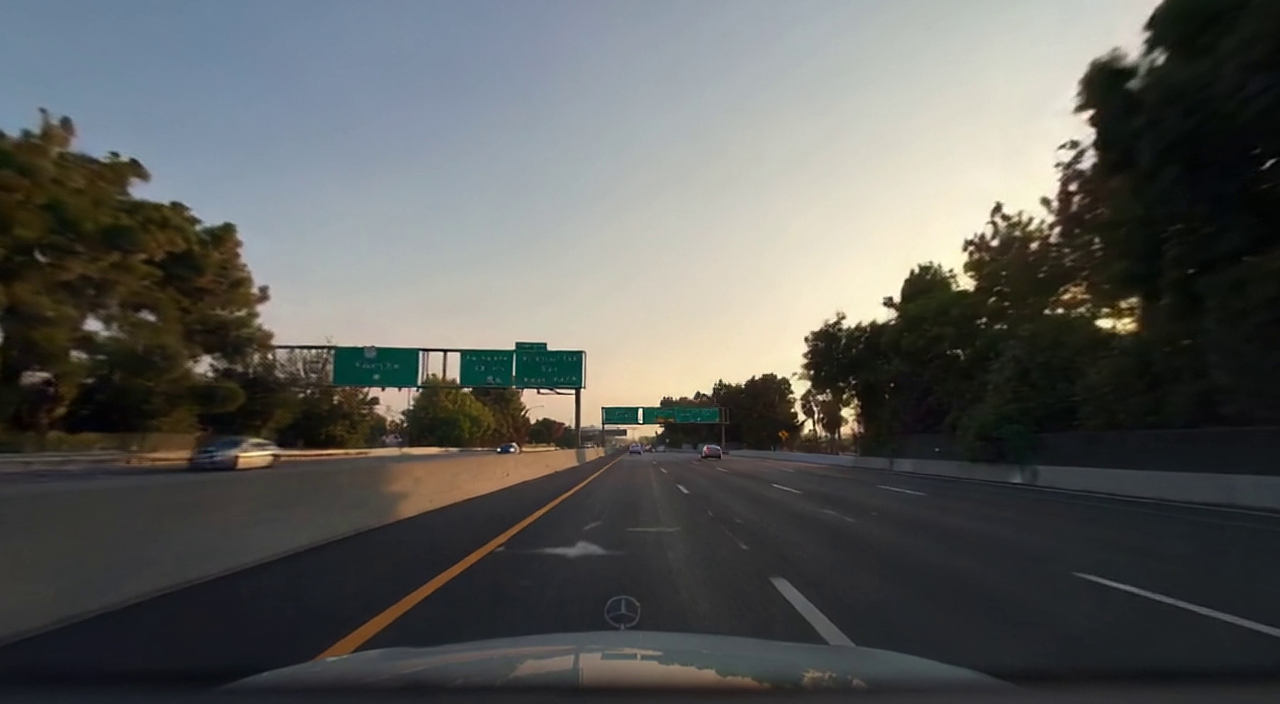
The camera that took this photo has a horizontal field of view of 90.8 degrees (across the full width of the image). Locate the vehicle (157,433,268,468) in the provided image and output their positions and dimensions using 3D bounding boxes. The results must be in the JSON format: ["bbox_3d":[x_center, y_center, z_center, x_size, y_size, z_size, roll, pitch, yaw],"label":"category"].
[{"bbox_3d":[-19.475,4.535,29.082,1.920,1.478,4.587,0,-9,0],"label":"vehicle"}]
